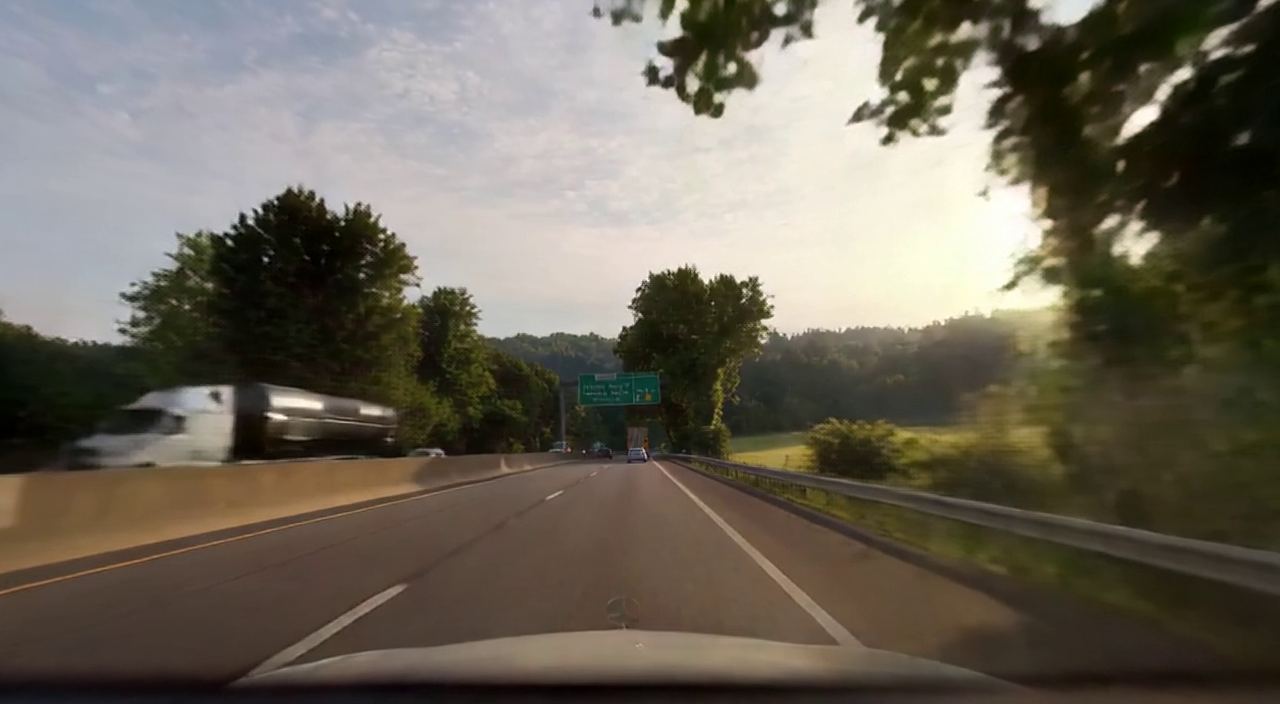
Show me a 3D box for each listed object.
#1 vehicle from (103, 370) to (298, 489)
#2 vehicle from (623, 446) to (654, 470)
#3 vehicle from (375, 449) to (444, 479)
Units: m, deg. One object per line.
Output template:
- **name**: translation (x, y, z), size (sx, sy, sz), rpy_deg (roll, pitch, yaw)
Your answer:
- **vehicle**: translation (-16.242, 3.018, 24.001), size (2.910, 3.942, 5.877), rpy_deg (0, -9, 0)
- **vehicle**: translation (-0.099, 6.564, 39.226), size (1.853, 1.436, 3.438), rpy_deg (0, -9, -1)
- **vehicle**: translation (-11.648, 5.675, 32.176), size (1.932, 1.384, 4.216), rpy_deg (0, -9, 0)
